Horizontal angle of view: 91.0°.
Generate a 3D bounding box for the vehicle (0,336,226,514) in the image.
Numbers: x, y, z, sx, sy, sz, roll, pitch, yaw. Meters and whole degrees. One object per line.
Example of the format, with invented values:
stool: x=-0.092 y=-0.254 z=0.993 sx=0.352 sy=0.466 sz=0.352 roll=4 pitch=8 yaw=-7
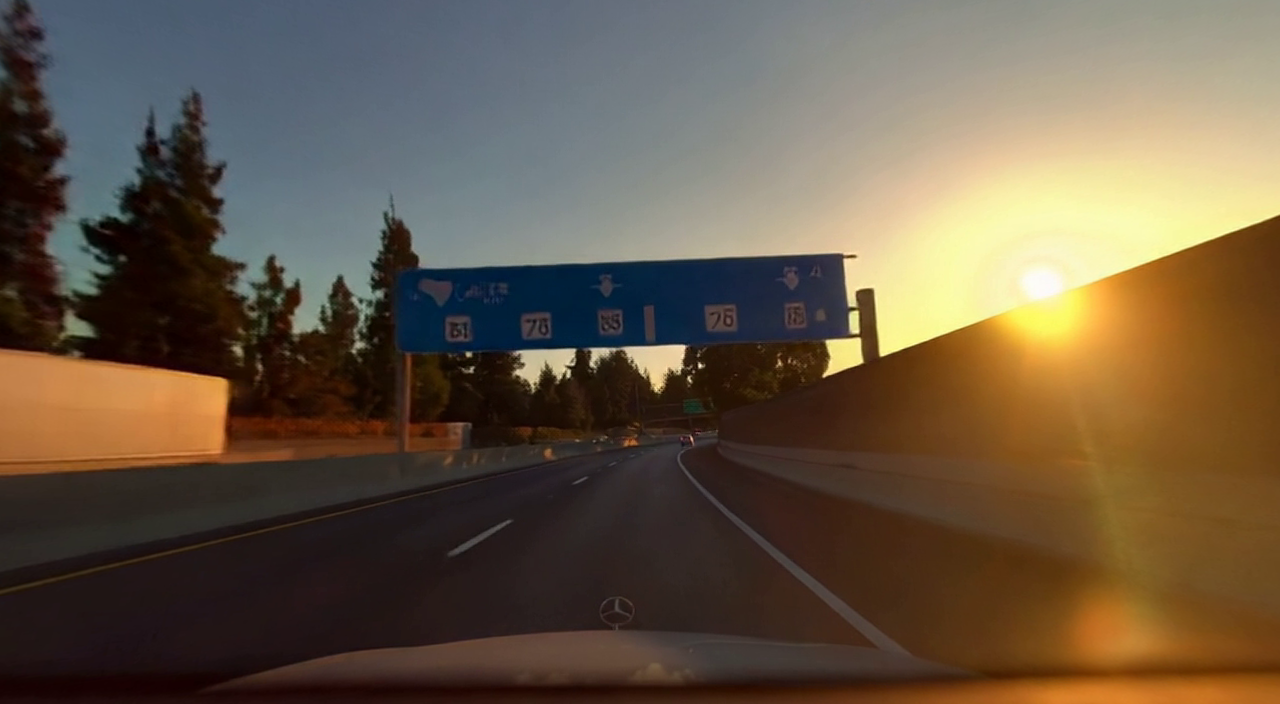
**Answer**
vehicle: x=-16.314 y=2.092 z=17.309 sx=3.214 sy=4.045 sz=9.668 roll=-1 pitch=-8 yaw=0
